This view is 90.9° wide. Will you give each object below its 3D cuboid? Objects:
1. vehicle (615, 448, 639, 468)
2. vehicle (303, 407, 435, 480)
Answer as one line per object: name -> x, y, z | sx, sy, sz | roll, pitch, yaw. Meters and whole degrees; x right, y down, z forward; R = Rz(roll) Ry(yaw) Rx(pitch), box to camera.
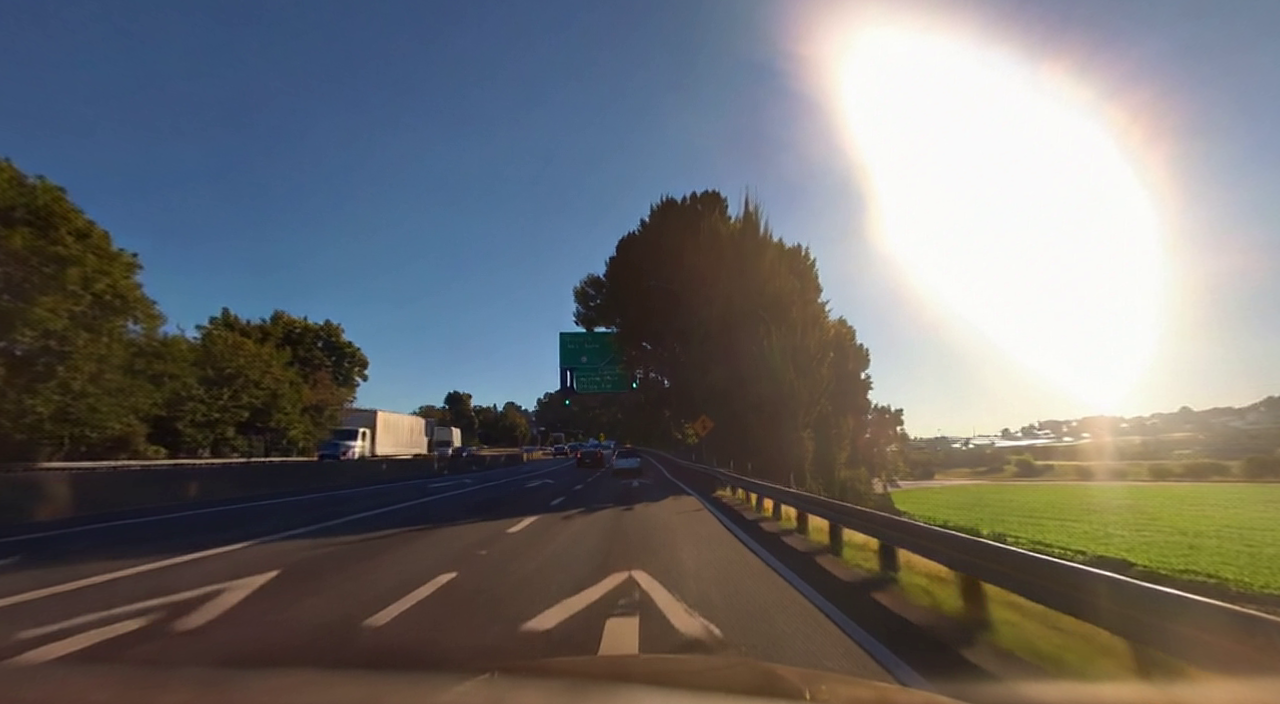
vehicle -> -1.001, 8.320, 49.561 | 1.807, 1.427, 3.645 | 0, -9, -1
vehicle -> -14.982, 5.292, 36.112 | 2.988, 3.568, 10.170 | 0, -9, 0
